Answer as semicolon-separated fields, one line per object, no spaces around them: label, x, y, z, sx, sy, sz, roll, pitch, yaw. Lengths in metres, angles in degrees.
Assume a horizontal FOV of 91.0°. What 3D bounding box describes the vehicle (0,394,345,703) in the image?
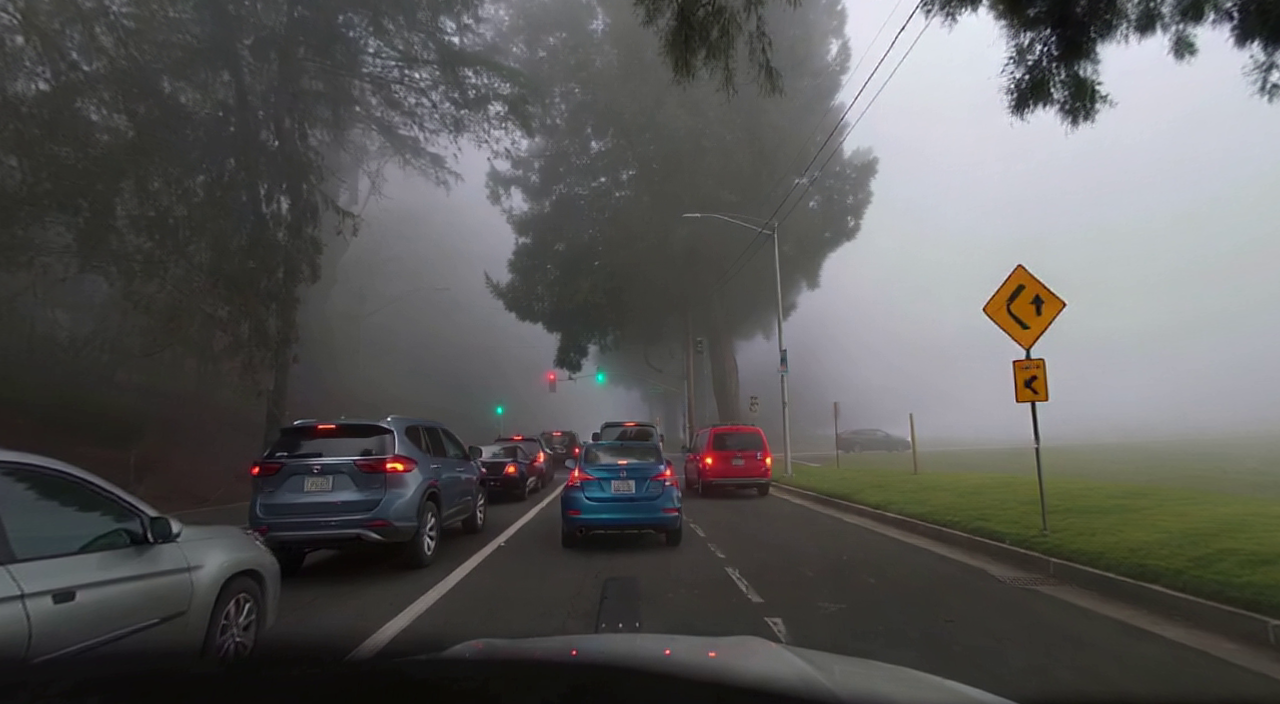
vehicle;-2.913;0.837;1.623;1.974;1.484;4.716;0;-8;1

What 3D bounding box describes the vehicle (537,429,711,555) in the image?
vehicle;-0.244;1.923;9.350;2.025;1.453;3.848;0;-8;-2

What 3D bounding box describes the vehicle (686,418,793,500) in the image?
vehicle;2.463;2.811;16.870;2.059;1.864;4.541;0;-8;-1

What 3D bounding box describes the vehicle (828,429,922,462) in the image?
vehicle;11.395;4.559;30.693;3.883;1.534;1.779;0;-8;2

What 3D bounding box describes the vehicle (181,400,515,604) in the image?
vehicle;-2.886;1.574;7.454;1.964;1.712;4.097;0;-8;0
